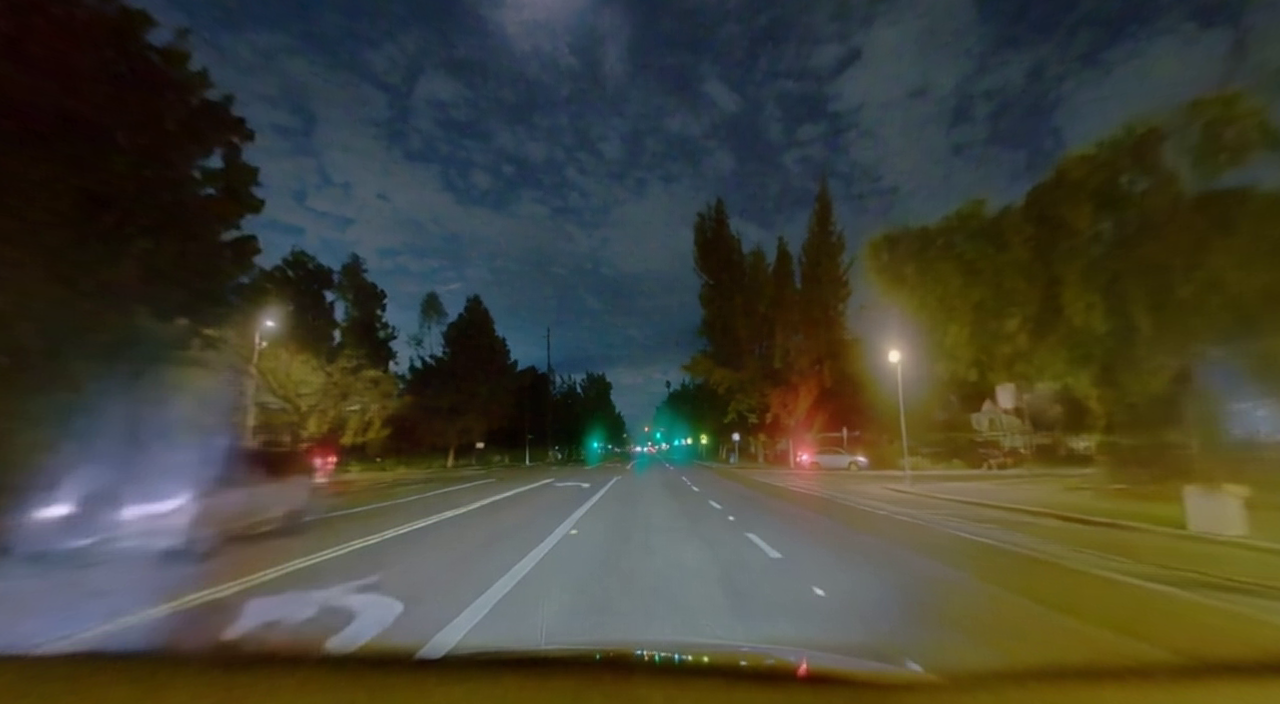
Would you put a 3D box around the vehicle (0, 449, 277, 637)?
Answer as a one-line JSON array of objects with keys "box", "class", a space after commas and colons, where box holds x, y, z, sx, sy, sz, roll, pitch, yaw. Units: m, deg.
[{"box": [-6.505, 1.887, 7.005, 2.163, 1.588, 4.509, 0, -9, 1], "class": "vehicle"}]

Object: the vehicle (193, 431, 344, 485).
[{"box": [-20.503, 5.895, 35.069, 6.794, 2.863, 2.387, 0, -9, 1], "class": "vehicle"}]

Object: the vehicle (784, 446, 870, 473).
[{"box": [11.436, 6.604, 38.789, 4.565, 1.600, 2.023, 1, -9, -5], "class": "vehicle"}]

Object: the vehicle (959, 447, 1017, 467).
[{"box": [27.330, 8.221, 49.642, 1.787, 1.465, 4.681, 0, -9, -2], "class": "vehicle"}]
